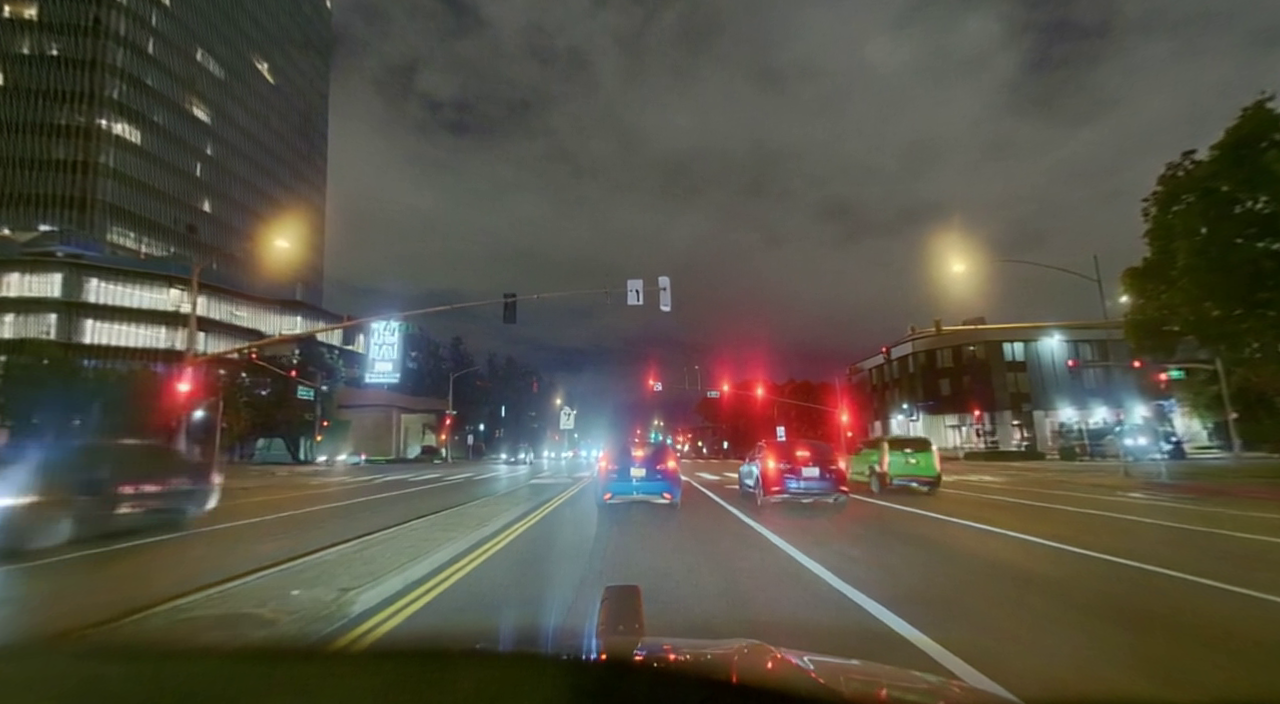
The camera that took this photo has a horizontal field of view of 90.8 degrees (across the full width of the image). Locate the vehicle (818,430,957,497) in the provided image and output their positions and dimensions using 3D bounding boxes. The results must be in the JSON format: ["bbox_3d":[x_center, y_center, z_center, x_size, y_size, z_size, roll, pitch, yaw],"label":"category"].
[{"bbox_3d":[7.252,3.332,19.220,2.177,1.774,4.743,0,-9,-2],"label":"vehicle"}]

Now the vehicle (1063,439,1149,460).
[{"bbox_3d":[34.274,7.189,46.533,4.616,1.476,2.165,1,-9,-3],"label":"vehicle"}]

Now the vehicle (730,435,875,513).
[{"bbox_3d":[3.472,2.701,14.509,2.018,1.491,4.544,0,-9,-1],"label":"vehicle"}]

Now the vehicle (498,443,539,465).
[{"bbox_3d":[-8.759,7.410,45.993,2.004,1.476,4.671,0,-9,1],"label":"vehicle"}]

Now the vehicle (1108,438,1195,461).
[{"bbox_3d":[34.852,6.648,43.142,4.190,1.535,1.998,0,-9,-1],"label":"vehicle"}]

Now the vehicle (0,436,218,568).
[{"bbox_3d":[-8.494,2.031,9.218,1.965,1.530,3.883,0,-9,0],"label":"vehicle"}]

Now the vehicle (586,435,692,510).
[{"bbox_3d":[-0.047,2.682,14.472,2.087,1.468,4.014,0,-9,-1],"label":"vehicle"}]
